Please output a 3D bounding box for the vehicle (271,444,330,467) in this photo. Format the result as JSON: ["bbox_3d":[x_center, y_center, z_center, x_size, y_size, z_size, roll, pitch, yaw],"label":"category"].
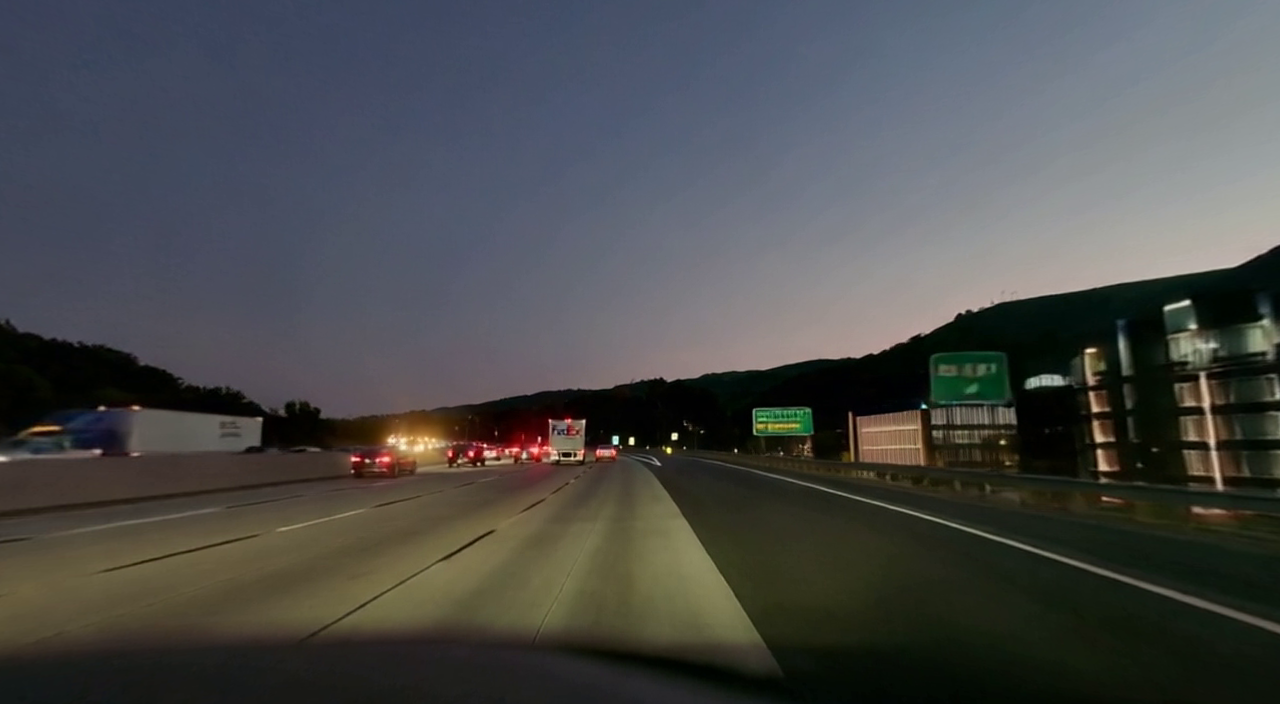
[{"bbox_3d":[-25.580,7.801,47.744,1.904,1.575,4.743,0,-8,-2],"label":"vehicle"}]

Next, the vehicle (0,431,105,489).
[{"bbox_3d":[-25.111,4.197,24.903,2.564,2.117,6.007,2,-8,1],"label":"vehicle"}]

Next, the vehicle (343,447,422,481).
[{"bbox_3d":[-11.841,5.150,29.340,1.879,1.431,4.425,0,-8,-1],"label":"vehicle"}]

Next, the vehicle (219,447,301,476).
[{"bbox_3d":[-21.167,6.067,35.337,1.886,1.464,4.370,0,-8,-1],"label":"vehicle"}]

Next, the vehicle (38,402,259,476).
[{"bbox_3d":[-29.620,5.475,39.612,3.034,3.793,14.014,0,-8,-2],"label":"vehicle"}]

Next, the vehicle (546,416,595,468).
[{"bbox_3d":[-4.828,6.390,45.115,2.798,3.212,7.573,3,-8,-2],"label":"vehicle"}]
